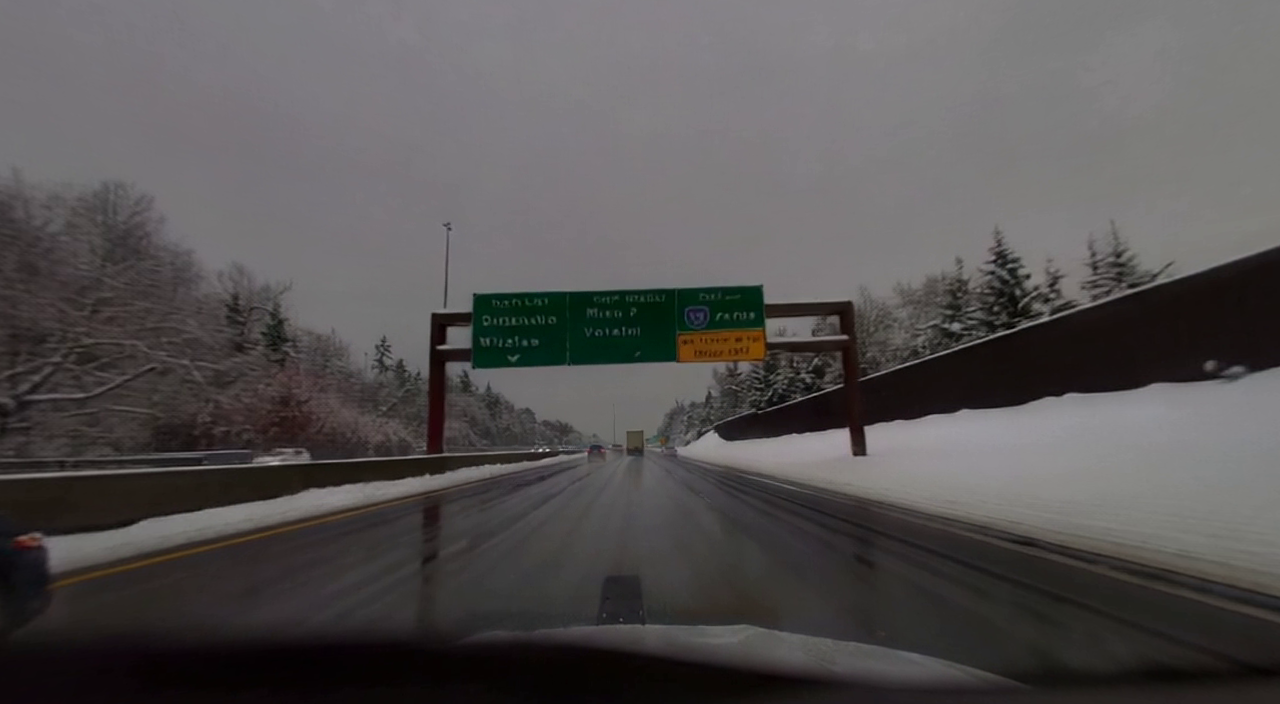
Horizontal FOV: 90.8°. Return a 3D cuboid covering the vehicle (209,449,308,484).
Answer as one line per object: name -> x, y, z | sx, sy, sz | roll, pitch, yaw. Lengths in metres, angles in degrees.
vehicle -> -17.132, 5.133, 28.600 | 1.870, 1.479, 4.183 | 0, -9, 0

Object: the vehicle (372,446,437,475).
vehicle -> -12.717, 5.866, 34.321 | 1.828, 1.434, 4.472 | 0, -9, -1
